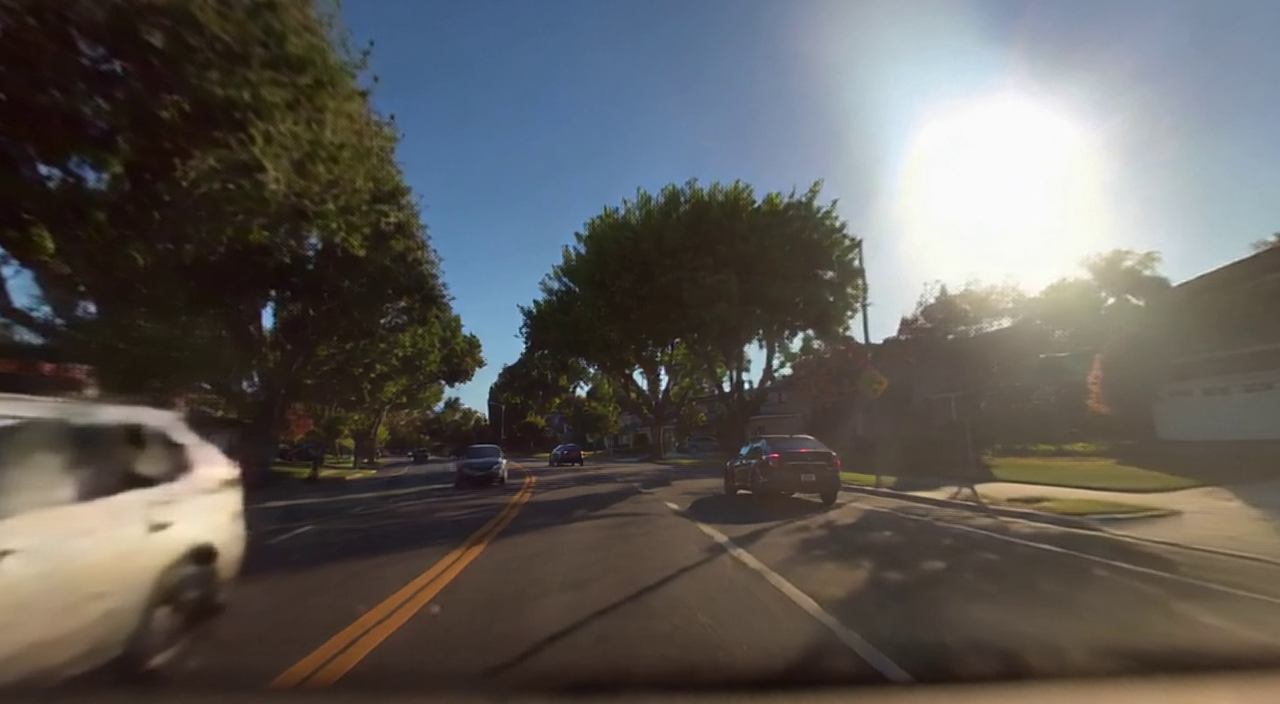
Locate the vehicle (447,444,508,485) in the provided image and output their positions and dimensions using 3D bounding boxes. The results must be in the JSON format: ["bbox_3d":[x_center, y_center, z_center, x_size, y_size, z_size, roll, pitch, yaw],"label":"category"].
[{"bbox_3d":[-6.362,4.415,25.136,1.985,1.470,4.305,1,-8,-10],"label":"vehicle"}]

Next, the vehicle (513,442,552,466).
[{"bbox_3d":[-7.826,7.360,45.638,2.106,1.667,4.367,3,-9,-18],"label":"vehicle"}]

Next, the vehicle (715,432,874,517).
[{"bbox_3d":[3.038,2.509,13.501,1.934,1.506,4.282,1,-8,-6],"label":"vehicle"}]

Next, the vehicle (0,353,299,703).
[{"bbox_3d":[-4.217,0.987,3.313,2.316,1.845,4.805,0,-8,-3],"label":"vehicle"}]
